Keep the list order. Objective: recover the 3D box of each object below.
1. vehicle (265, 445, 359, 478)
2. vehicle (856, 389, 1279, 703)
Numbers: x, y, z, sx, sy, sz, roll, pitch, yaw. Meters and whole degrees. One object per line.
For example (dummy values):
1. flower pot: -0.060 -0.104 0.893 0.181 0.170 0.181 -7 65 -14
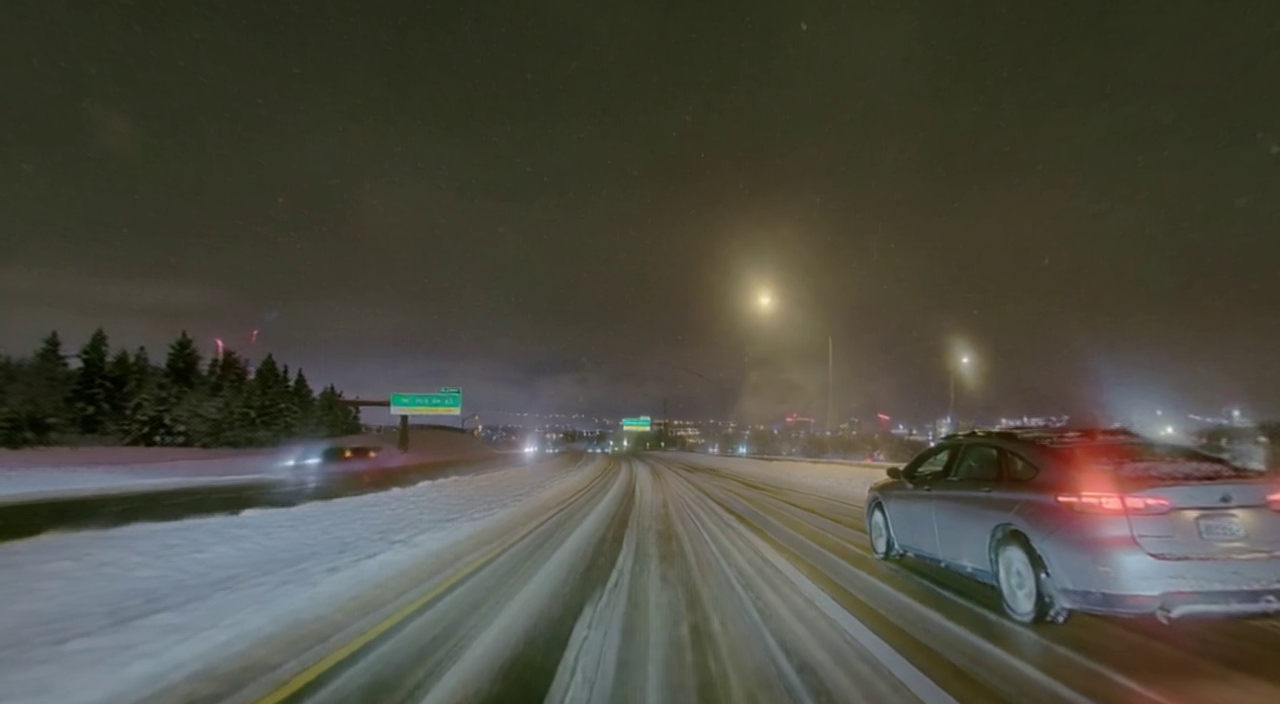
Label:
1. vehicle: -24.050 8.022 46.739 2.931 2.148 7.601 0 -9 -1
2. vehicle: 3.677 1.297 5.172 2.104 1.575 4.698 0 -9 -1
